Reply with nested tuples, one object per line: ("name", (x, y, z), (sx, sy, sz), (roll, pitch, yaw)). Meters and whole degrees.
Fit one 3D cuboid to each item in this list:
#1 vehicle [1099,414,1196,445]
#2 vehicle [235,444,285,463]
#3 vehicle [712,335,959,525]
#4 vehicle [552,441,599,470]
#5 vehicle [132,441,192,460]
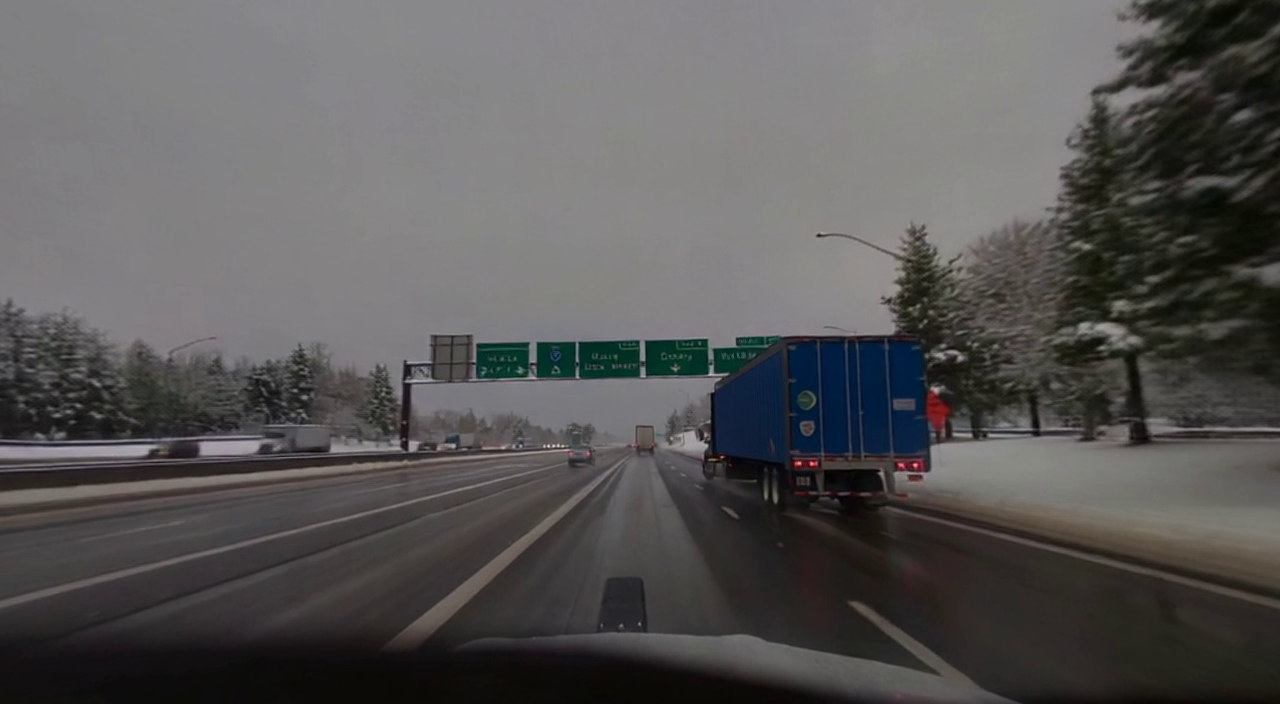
("vehicle", (28.647, 4.417, 35.612), (1.928, 1.603, 4.315), (1, -7, 0))
("vehicle", (-29.633, 7.897, 49.029), (1.656, 1.396, 3.537), (0, -8, 0))
("vehicle", (4.075, 2.146, 16.549), (3.049, 3.395, 10.595), (0, -8, 0))
("vehicle", (-3.607, 5.932, 36.072), (2.143, 1.529, 4.918), (0, -9, 1))
("vehicle", (-37.530, 7.737, 49.369), (1.855, 1.448, 3.597), (1, -9, -1))
